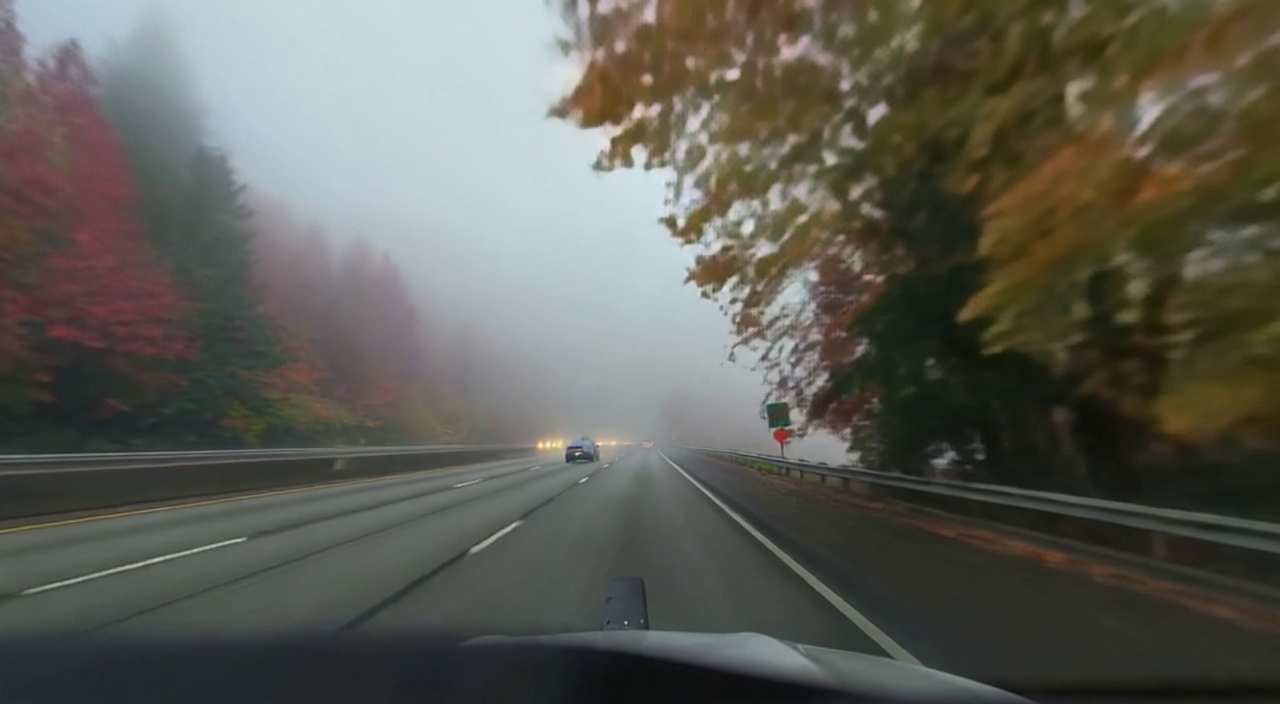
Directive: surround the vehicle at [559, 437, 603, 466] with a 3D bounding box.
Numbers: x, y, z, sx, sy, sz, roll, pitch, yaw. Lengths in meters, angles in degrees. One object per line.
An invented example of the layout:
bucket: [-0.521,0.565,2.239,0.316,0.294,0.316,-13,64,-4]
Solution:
vehicle: [-3.481,5.997,37.984,2.123,1.643,4.479,0,-8,1]
